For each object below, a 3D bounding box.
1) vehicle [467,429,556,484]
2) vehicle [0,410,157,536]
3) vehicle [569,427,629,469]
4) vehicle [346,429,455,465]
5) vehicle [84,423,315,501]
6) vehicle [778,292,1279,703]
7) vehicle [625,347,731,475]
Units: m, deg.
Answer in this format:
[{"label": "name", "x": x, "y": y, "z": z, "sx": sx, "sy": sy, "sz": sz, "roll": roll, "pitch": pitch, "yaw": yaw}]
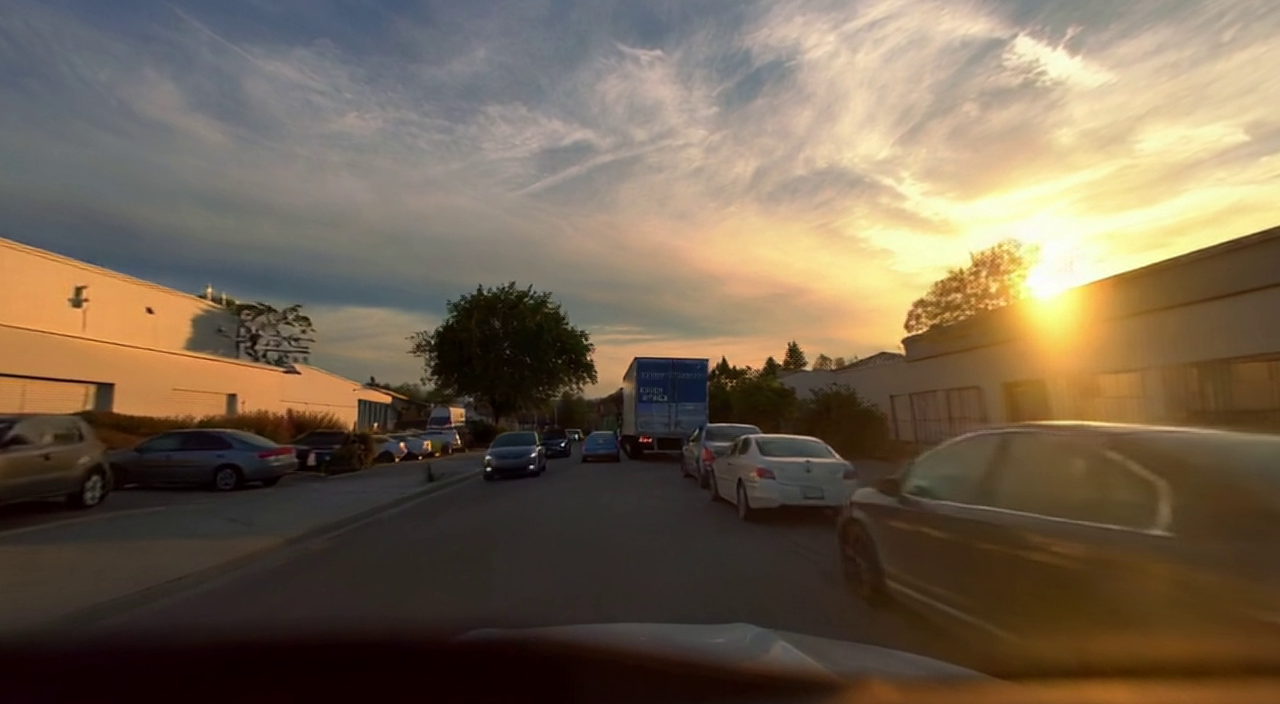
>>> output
[{"label": "vehicle", "x": -3.747, "y": 3.101, "z": 19.103, "sx": 1.989, "sy": 1.481, "sz": 4.008, "roll": 0, "pitch": -8, "yaw": -2}, {"label": "vehicle", "x": -9.943, "y": 1.791, "z": 9.713, "sx": 1.996, "sy": 1.719, "sz": 4.382, "roll": 2, "pitch": -8, "yaw": -10}, {"label": "vehicle", "x": -1.563, "y": 3.721, "z": 24.743, "sx": 2.160, "sy": 1.498, "sz": 3.909, "roll": 0, "pitch": -8, "yaw": -3}, {"label": "vehicle", "x": -10.183, "y": 4.045, "z": 27.056, "sx": 4.015, "sy": 1.461, "sz": 1.903, "roll": 1, "pitch": -8, "yaw": -7}, {"label": "vehicle", "x": -9.325, "y": 2.328, "z": 13.640, "sx": 3.569, "sy": 1.520, "sz": 1.797, "roll": 0, "pitch": -8, "yaw": -6}, {"label": "vehicle", "x": 2.353, "y": 0.900, "z": 3.200, "sx": 1.900, "sy": 1.644, "sz": 4.448, "roll": 0, "pitch": -8, "yaw": -6}, {"label": "vehicle", "x": 1.058, "y": 2.839, "z": 27.545, "sx": 2.865, "sy": 4.113, "sz": 14.471, "roll": 0, "pitch": -8, "yaw": -3}]
